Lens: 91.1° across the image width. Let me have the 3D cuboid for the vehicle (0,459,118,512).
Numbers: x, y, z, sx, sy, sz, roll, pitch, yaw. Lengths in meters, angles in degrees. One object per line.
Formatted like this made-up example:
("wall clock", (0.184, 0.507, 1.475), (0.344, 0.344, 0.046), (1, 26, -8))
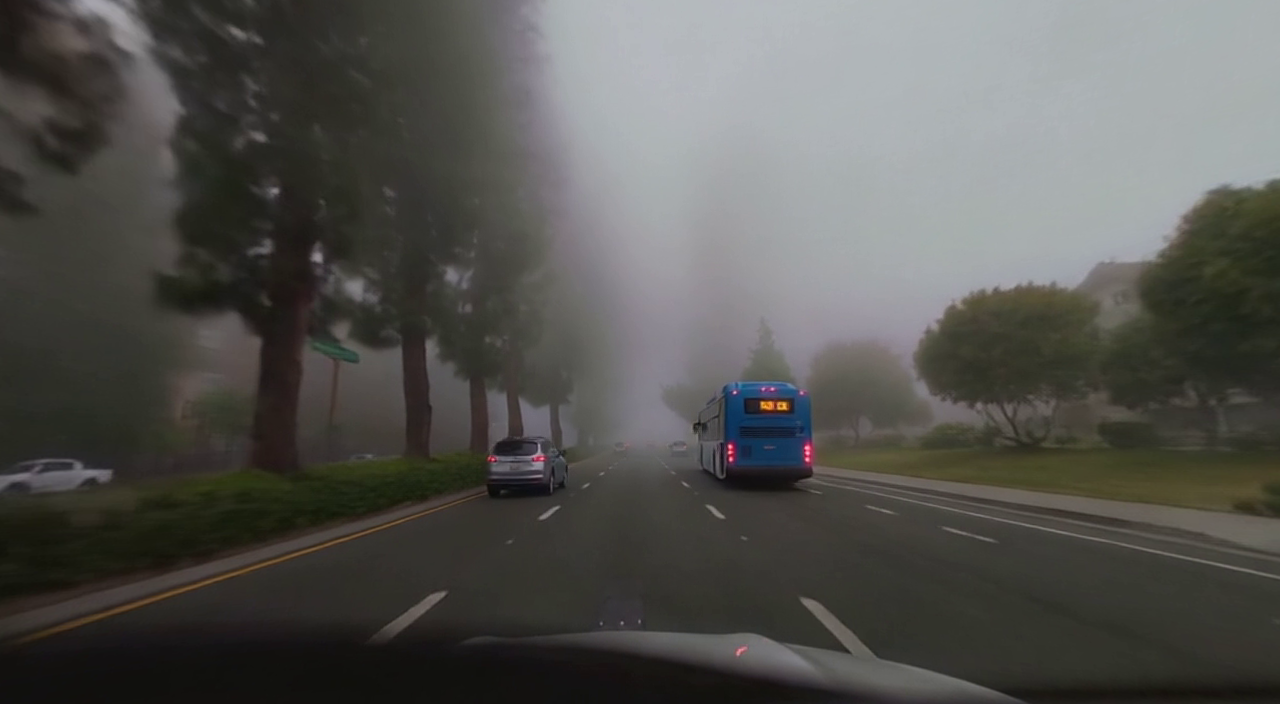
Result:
("vehicle", (-22.292, 4.831, 23.176), (2.018, 1.648, 4.631), (0, -8, -1))

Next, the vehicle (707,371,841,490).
("vehicle", (4.360, 3.094, 23.788), (3.072, 3.278, 12.747), (-1, -8, 4))

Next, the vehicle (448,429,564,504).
("vehicle", (-3.472, 3.071, 17.275), (2.111, 1.767, 4.333), (0, -8, 2))

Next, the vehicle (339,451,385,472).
("vehicle", (-22.009, 8.700, 49.869), (1.781, 1.553, 3.896), (0, -8, 2))
